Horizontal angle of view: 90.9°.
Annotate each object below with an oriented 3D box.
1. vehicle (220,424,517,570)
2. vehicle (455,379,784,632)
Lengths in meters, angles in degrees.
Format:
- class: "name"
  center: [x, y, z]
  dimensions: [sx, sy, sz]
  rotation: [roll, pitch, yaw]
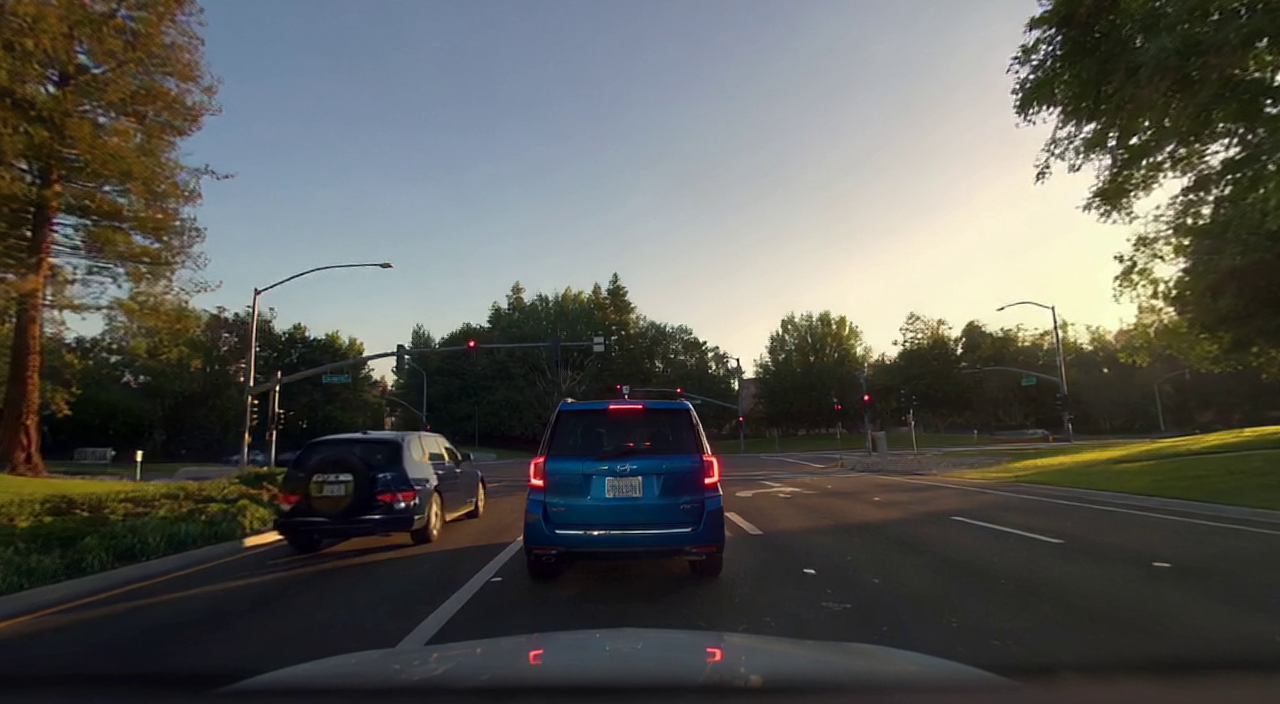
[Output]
- class: "vehicle"
  center: [-3.352, 1.897, 9.229]
  dimensions: [2.061, 1.504, 5.142]
  rotation: [0, -8, 0]
- class: "vehicle"
  center: [-0.167, 1.380, 6.584]
  dimensions: [2.298, 1.770, 4.138]
  rotation: [0, -8, -1]
